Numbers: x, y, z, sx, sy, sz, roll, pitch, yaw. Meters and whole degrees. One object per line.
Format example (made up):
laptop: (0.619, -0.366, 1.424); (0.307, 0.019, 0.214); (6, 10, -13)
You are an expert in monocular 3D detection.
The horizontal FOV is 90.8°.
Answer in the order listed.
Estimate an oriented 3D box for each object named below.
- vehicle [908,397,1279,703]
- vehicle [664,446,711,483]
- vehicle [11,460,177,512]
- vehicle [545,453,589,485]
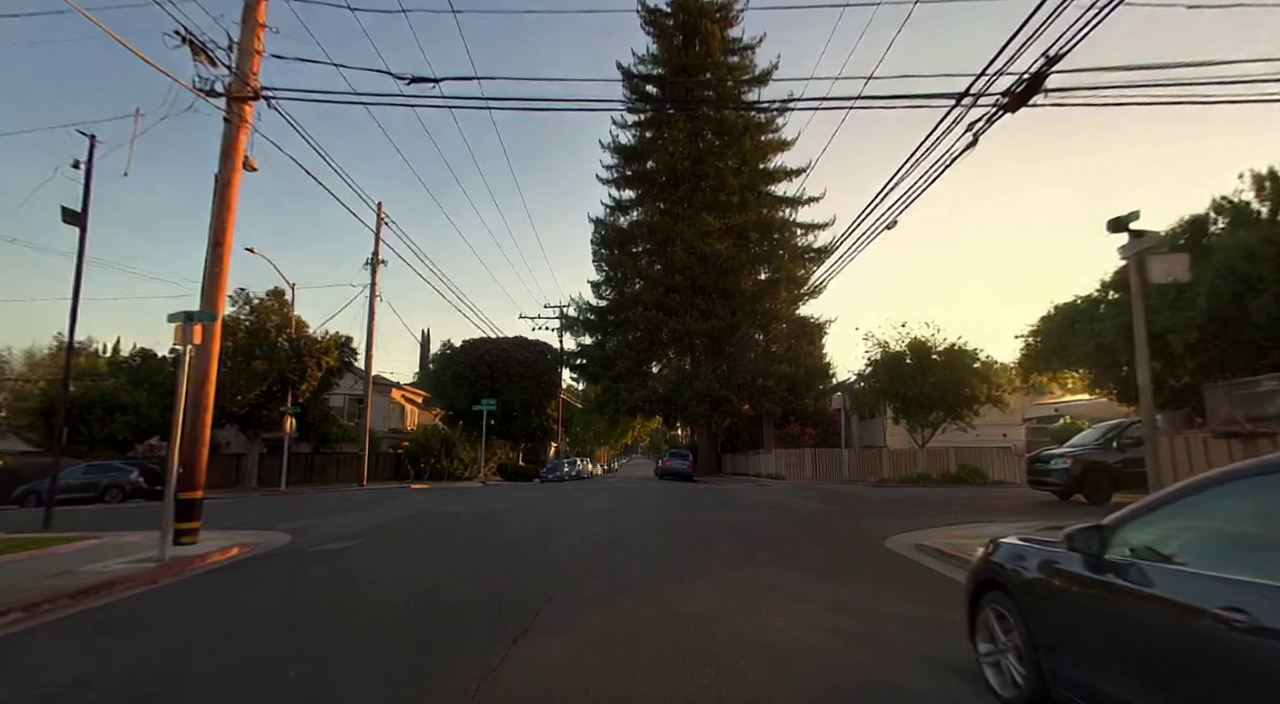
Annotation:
vehicle: (2.650, 0.782, 1.144); (2.038, 1.463, 4.905); (0, -8, -2)
vehicle: (2.543, 6.195, 35.078); (2.051, 1.874, 4.459); (0, -8, -3)
vehicle: (-19.229, 4.699, 22.413); (3.977, 1.665, 1.976); (0, -8, 0)
vehicle: (-4.385, 7.087, 38.645); (2.189, 1.771, 4.571); (0, -8, -1)
